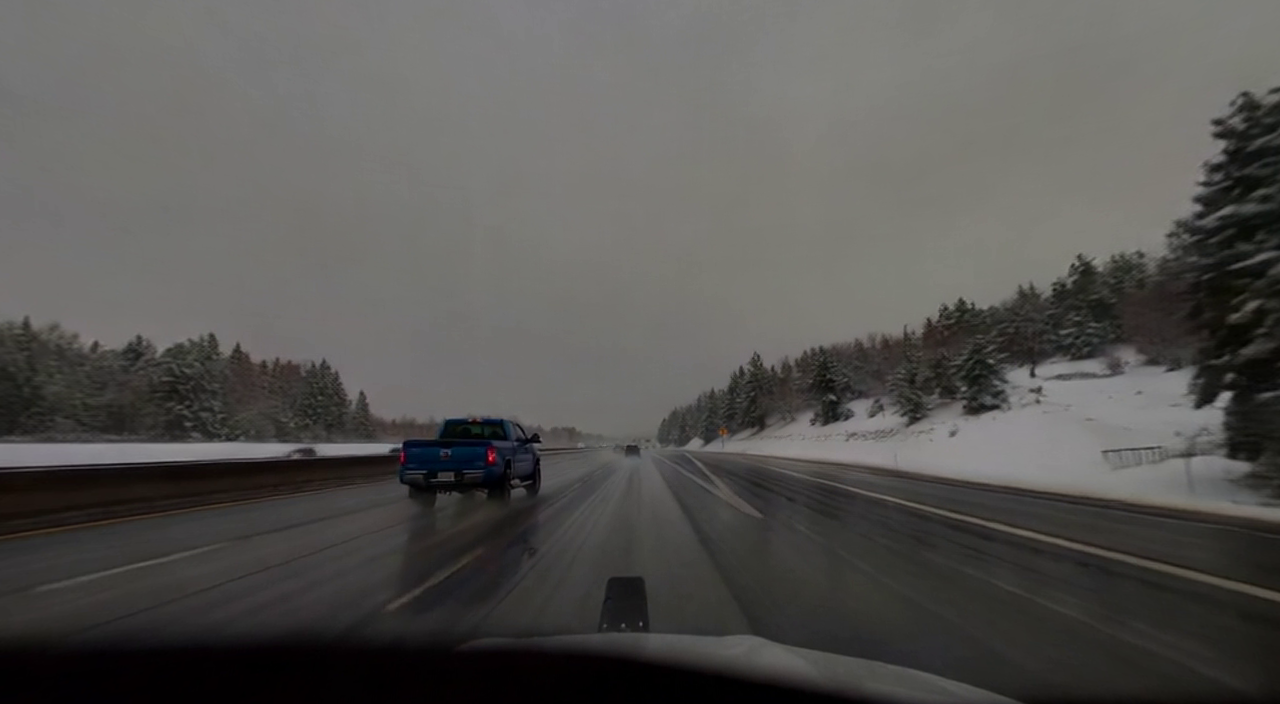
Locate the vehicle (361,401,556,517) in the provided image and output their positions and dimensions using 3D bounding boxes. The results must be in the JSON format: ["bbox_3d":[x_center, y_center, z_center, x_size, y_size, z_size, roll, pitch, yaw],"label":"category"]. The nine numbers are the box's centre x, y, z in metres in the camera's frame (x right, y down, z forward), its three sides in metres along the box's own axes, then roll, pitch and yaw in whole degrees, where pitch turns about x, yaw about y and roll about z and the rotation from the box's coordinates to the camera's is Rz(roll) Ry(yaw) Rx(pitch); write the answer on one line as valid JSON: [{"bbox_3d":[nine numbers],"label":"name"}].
[{"bbox_3d":[-3.686,2.372,14.478,2.601,2.084,6.068,0,-8,0],"label":"vehicle"}]

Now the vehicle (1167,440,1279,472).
[{"bbox_3d":[45.095,7.996,48.765,3.014,2.325,6.479,0,-9,0],"label":"vehicle"}]
